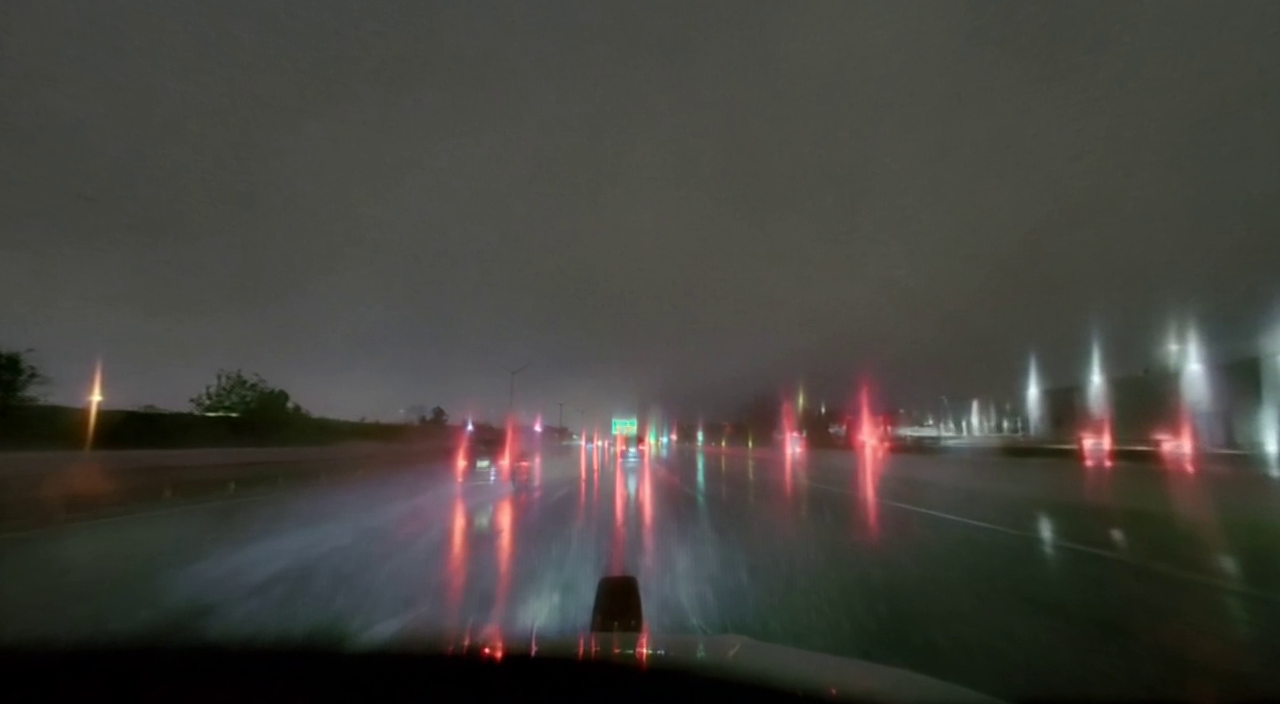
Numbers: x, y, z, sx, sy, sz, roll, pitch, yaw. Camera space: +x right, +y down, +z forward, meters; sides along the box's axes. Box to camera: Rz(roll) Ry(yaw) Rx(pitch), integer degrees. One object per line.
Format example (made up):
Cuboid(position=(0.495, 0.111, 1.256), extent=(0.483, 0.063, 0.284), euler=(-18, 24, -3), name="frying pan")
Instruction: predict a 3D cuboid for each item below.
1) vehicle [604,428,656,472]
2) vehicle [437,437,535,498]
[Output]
Cuboid(position=(-0.511, 4.836, 31.273), extent=(2.382, 1.973, 4.439), euler=(0, -8, -2), name="vehicle")
Cuboid(position=(-4.325, 3.271, 18.308), extent=(1.945, 1.550, 3.780), euler=(-1, -8, -1), name="vehicle")
